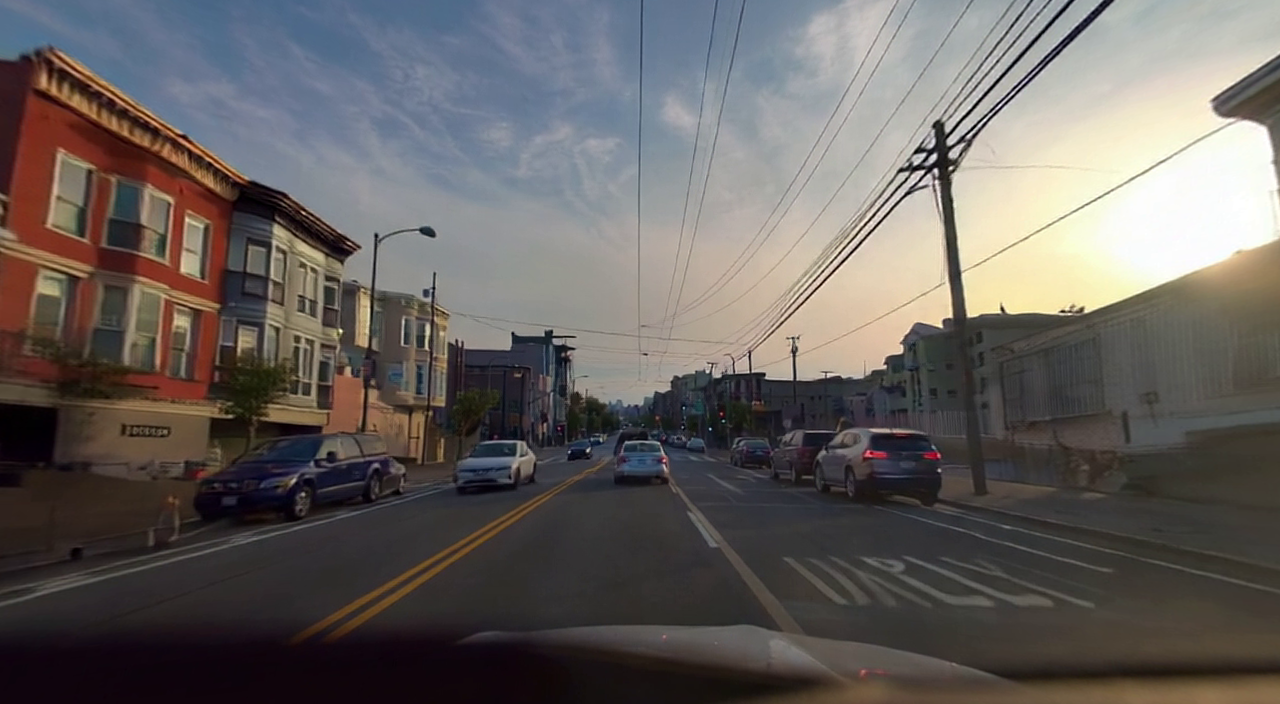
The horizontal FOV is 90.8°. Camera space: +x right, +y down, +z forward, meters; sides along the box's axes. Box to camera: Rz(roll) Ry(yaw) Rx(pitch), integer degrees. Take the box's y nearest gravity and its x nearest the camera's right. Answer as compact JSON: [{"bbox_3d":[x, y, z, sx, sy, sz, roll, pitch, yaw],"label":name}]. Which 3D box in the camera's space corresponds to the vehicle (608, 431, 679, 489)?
[{"bbox_3d":[0.121,3.333,19.737,1.980,1.635,3.795,0,-8,1],"label":"vehicle"}]

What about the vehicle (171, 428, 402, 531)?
[{"bbox_3d":[-7.397,2.666,14.126,2.095,1.847,5.290,0,-8,0],"label":"vehicle"}]

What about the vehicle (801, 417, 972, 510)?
[{"bbox_3d":[6.271,2.939,17.116,2.203,2.052,5.975,0,-8,0],"label":"vehicle"}]

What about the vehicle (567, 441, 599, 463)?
[{"bbox_3d":[-4.099,7.279,45.986,1.968,1.524,4.304,0,-8,0],"label":"vehicle"}]

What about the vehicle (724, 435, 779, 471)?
[{"bbox_3d":[6.437,5.896,37.136,2.197,1.917,5.637,0,-8,0],"label":"vehicle"}]

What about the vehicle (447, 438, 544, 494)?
[{"bbox_3d":[-4.273,3.434,19.457,1.944,1.515,4.428,0,-8,0],"label":"vehicle"}]

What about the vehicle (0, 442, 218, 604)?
[{"bbox_3d":[-7.310,1.854,7.359,1.928,1.552,4.234,0,-8,-2],"label":"vehicle"}]
